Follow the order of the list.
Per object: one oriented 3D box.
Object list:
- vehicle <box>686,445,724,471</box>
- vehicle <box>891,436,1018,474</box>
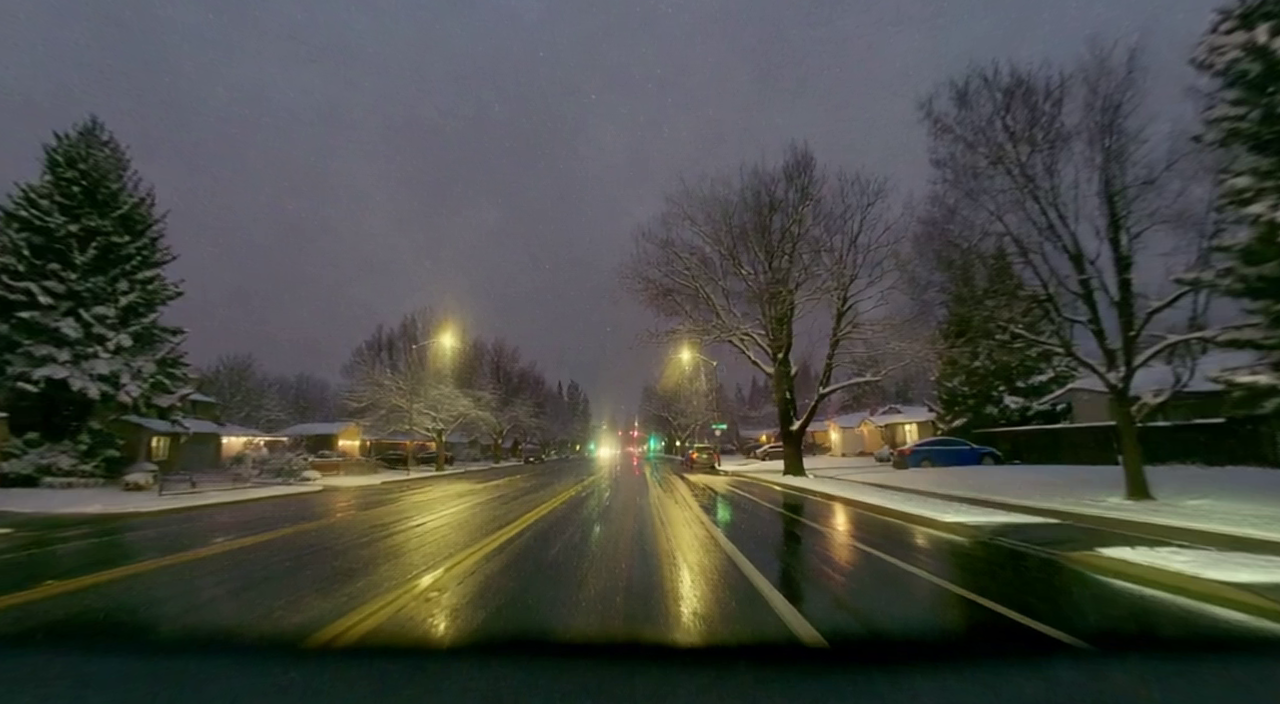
[{"bbox_3d":[4.799,7.874,47.206,2.196,1.801,4.778,0,-9,-1],"label":"vehicle"},{"bbox_3d":[13.894,4.554,28.097,4.570,1.502,1.877,-1,-8,-1],"label":"vehicle"}]
